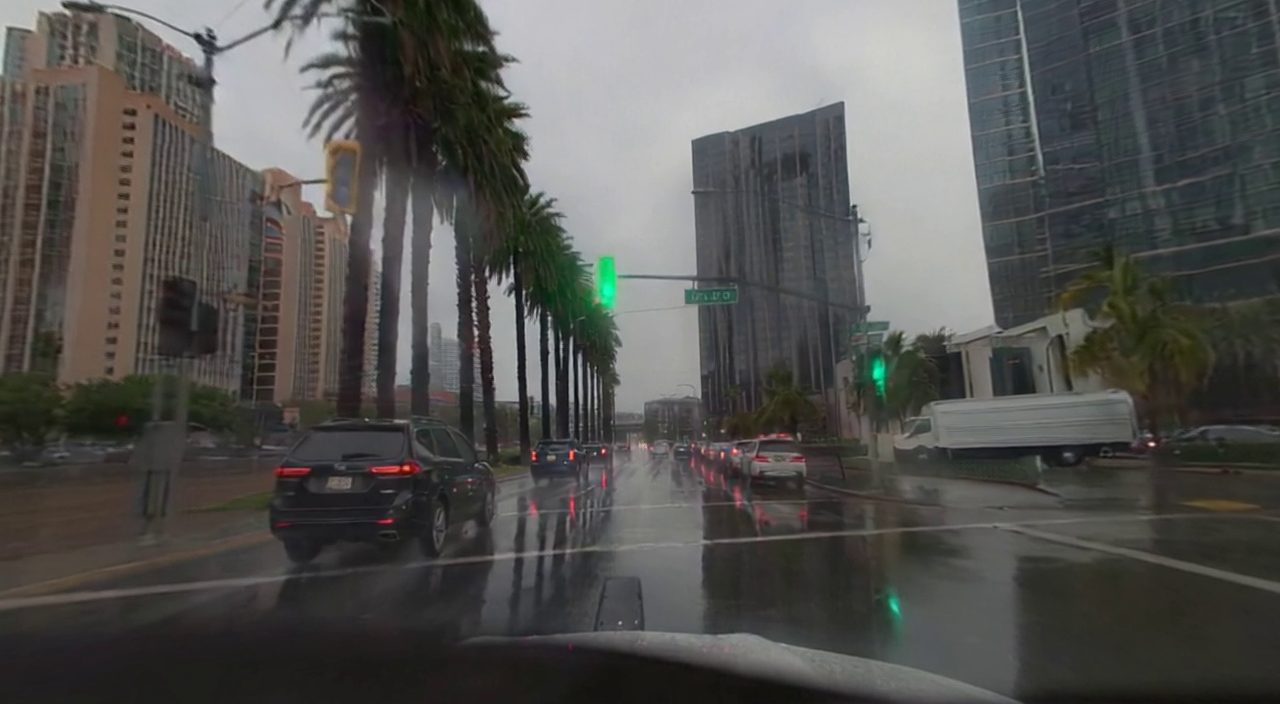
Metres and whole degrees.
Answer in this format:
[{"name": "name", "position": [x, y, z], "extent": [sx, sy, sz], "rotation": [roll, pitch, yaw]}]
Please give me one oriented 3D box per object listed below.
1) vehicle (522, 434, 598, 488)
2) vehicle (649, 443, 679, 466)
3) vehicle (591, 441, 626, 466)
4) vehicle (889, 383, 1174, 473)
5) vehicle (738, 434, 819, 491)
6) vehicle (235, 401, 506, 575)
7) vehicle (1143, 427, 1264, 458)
[{"name": "vehicle", "position": [-2.787, 3.931, 22.972], "extent": [2.014, 1.740, 4.392], "rotation": [0, -9, 3]}, {"name": "vehicle", "position": [1.683, 7.142, 43.898], "extent": [2.036, 1.461, 3.890], "rotation": [0, -9, 2]}, {"name": "vehicle", "position": [-2.087, 6.867, 42.655], "extent": [1.955, 1.637, 4.243], "rotation": [0, -9, 3]}, {"name": "vehicle", "position": [17.341, 3.703, 28.768], "extent": [10.428, 3.452, 2.869], "rotation": [-8, -12, 39]}, {"name": "vehicle", "position": [4.706, 3.837, 22.164], "extent": [1.965, 1.735, 4.835], "rotation": [0, -9, 3]}, {"name": "vehicle", "position": [-3.281, 1.749, 8.766], "extent": [1.800, 1.797, 4.224], "rotation": [0, -9, 1]}, {"name": "vehicle", "position": [32.479, 5.282, 36.441], "extent": [1.994, 1.685, 4.655], "rotation": [3, -10, -21]}]
